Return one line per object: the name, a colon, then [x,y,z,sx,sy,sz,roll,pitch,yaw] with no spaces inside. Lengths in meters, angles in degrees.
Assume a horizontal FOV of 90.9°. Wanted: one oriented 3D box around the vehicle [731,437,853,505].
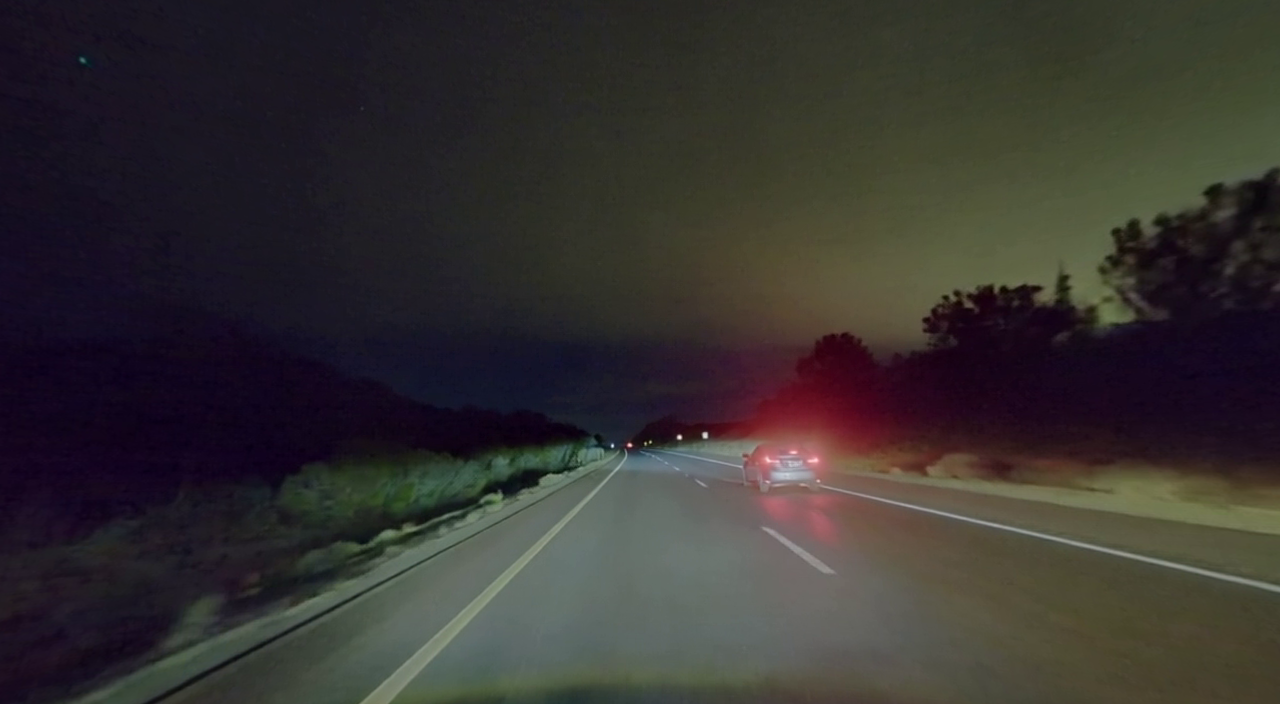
vehicle: [3.667,2.956,16.164,2.003,1.466,4.441,-1,-8,0]
